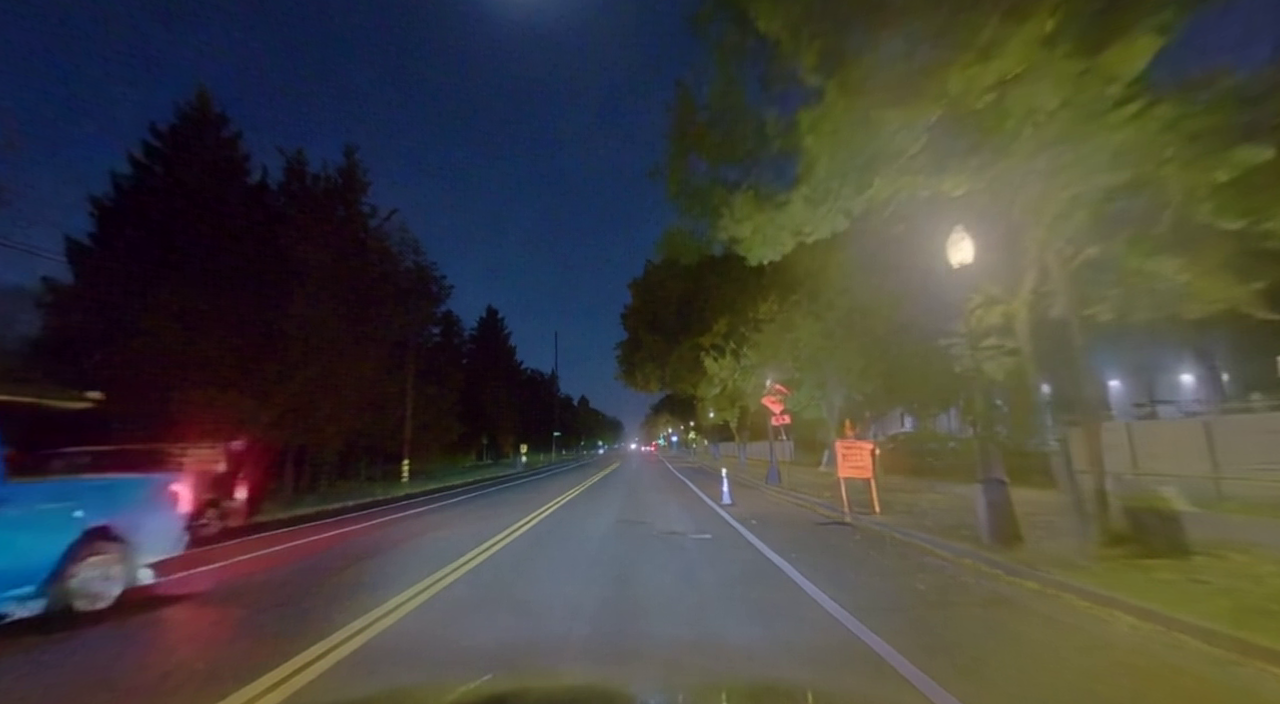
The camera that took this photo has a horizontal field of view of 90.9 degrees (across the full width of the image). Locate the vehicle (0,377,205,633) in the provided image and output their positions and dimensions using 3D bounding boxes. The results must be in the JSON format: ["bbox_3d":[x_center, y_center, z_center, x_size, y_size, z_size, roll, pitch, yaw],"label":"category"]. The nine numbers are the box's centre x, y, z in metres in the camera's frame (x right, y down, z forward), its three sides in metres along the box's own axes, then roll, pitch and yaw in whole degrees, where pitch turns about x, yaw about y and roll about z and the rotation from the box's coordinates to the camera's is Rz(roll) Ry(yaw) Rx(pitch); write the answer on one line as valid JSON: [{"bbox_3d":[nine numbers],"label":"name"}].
[{"bbox_3d":[-7.356,1.346,5.465,2.517,2.323,5.205,-3,-9,21],"label":"vehicle"}]

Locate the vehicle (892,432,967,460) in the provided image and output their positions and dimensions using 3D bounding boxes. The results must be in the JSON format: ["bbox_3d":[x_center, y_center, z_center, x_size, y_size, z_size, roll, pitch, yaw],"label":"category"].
[{"bbox_3d":[17.040,5.544,37.185,3.462,1.576,1.863,1,-8,-4],"label":"vehicle"}]
